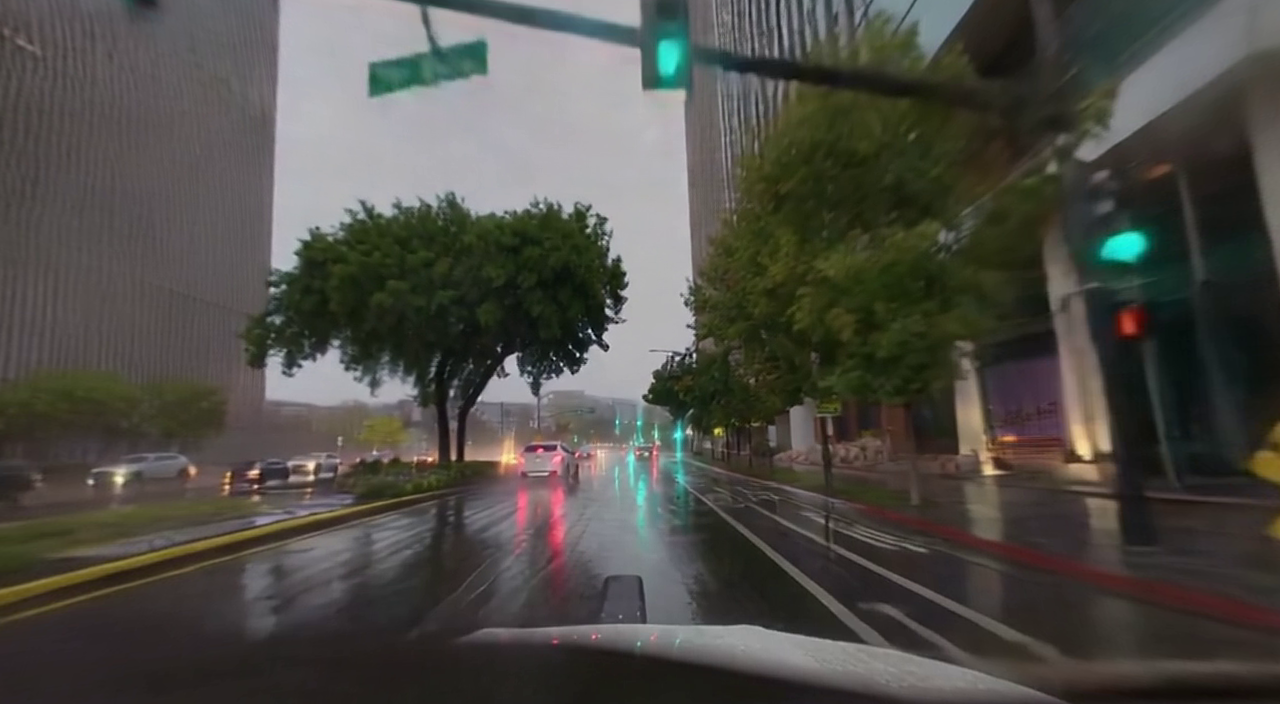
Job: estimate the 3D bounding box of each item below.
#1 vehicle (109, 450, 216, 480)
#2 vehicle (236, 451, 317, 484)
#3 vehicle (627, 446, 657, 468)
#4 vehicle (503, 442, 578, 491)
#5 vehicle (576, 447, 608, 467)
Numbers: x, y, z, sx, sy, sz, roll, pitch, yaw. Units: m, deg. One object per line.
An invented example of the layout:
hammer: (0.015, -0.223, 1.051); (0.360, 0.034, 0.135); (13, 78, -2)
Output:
vehicle: (-33.140, 7.830, 44.074); (5.549, 1.937, 2.207); (4, -10, -29)
vehicle: (-20.435, 6.476, 35.746); (1.900, 1.638, 4.567); (0, -8, -1)
vehicle: (0.134, 7.546, 45.700); (2.102, 1.482, 4.125); (0, -8, -1)
vehicle: (-3.372, 3.946, 22.139); (1.983, 1.545, 3.773); (0, -8, 1)
vehicle: (-3.620, 8.078, 48.755); (2.088, 1.430, 4.482); (0, -8, 1)
